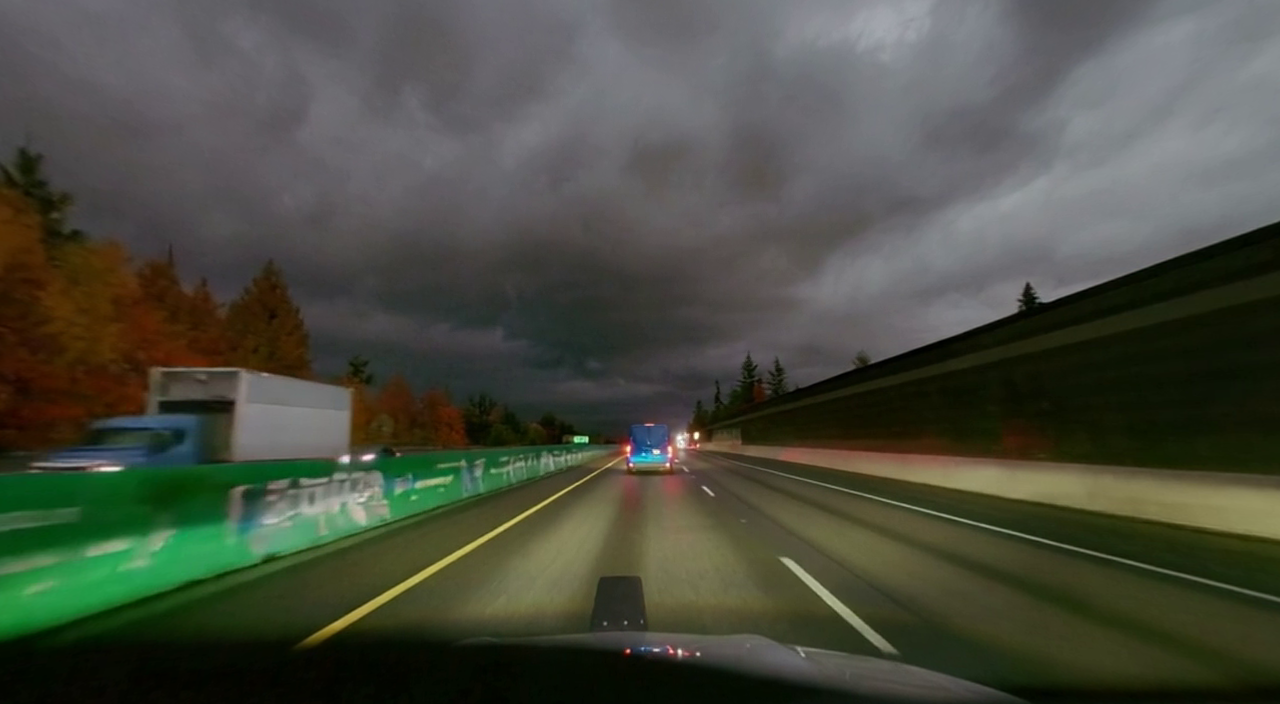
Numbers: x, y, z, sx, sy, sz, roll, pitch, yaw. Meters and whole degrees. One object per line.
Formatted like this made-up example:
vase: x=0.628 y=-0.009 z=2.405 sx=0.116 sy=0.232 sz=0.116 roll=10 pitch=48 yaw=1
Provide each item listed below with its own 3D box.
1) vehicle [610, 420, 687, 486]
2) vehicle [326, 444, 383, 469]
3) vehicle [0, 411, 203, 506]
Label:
vehicle: x=0.237 y=3.328 z=21.032 sx=2.283 sy=1.956 sz=4.421 roll=0 pitch=-8 yaw=0
vehicle: x=-18.967 y=6.949 z=41.987 sx=1.864 sy=1.588 sz=4.152 roll=0 pitch=-8 yaw=0
vehicle: x=-16.993 y=3.218 z=19.551 sx=2.401 sy=2.471 sz=5.918 roll=0 pitch=-8 yaw=1
